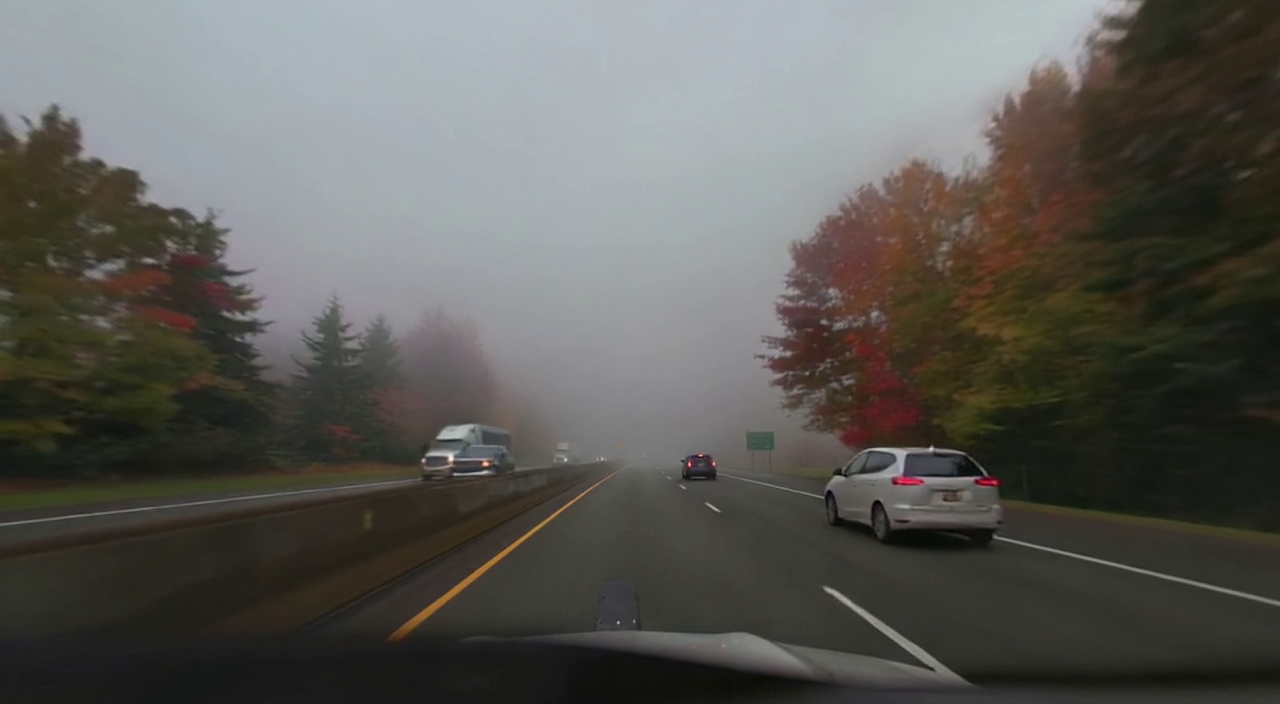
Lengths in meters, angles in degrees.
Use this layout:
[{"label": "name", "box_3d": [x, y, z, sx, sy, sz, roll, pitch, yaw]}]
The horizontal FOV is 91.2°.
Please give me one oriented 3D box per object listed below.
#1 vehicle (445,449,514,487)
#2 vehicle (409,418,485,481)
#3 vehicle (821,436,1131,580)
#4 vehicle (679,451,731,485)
[{"label": "vehicle", "box_3d": [-8.669, 6.305, 34.520, 2.302, 1.921, 5.655, 0, -9, 0]}, {"label": "vehicle", "box_3d": [-13.365, 6.821, 44.028, 3.253, 4.062, 6.069, 0, -9, 1]}, {"label": "vehicle", "box_3d": [4.358, 2.063, 9.113, 2.119, 1.557, 4.163, 0, -9, -1]}, {"label": "vehicle", "box_3d": [3.133, 5.687, 31.122, 2.070, 1.546, 4.648, 0, -9, 0]}]
